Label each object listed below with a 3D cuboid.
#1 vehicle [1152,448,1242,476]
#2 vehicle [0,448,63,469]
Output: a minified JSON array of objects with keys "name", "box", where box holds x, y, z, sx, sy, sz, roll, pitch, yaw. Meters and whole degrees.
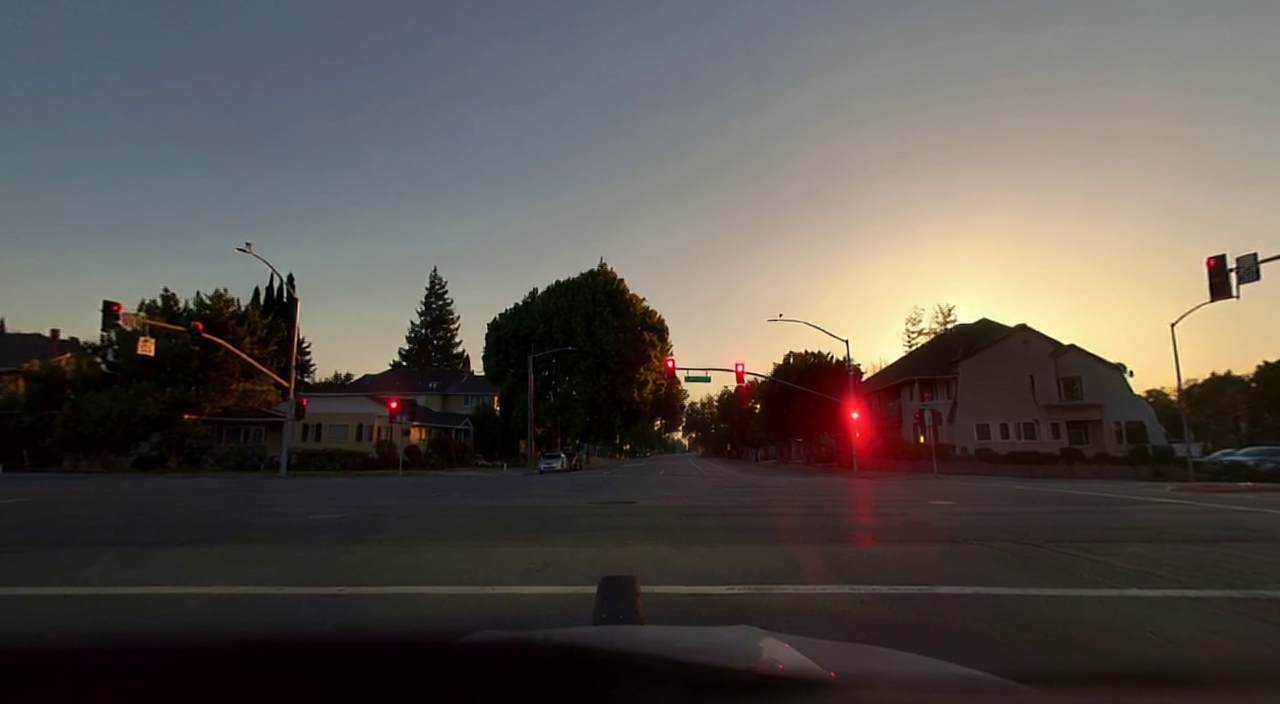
[{"name":"vehicle","box":[36.783,7.240,41.879,1.853,1.723,4.460,0,-9,0]},{"name":"vehicle","box":[-44.291,7.635,45.356,3.949,1.422,1.744,0,-9,1]}]
